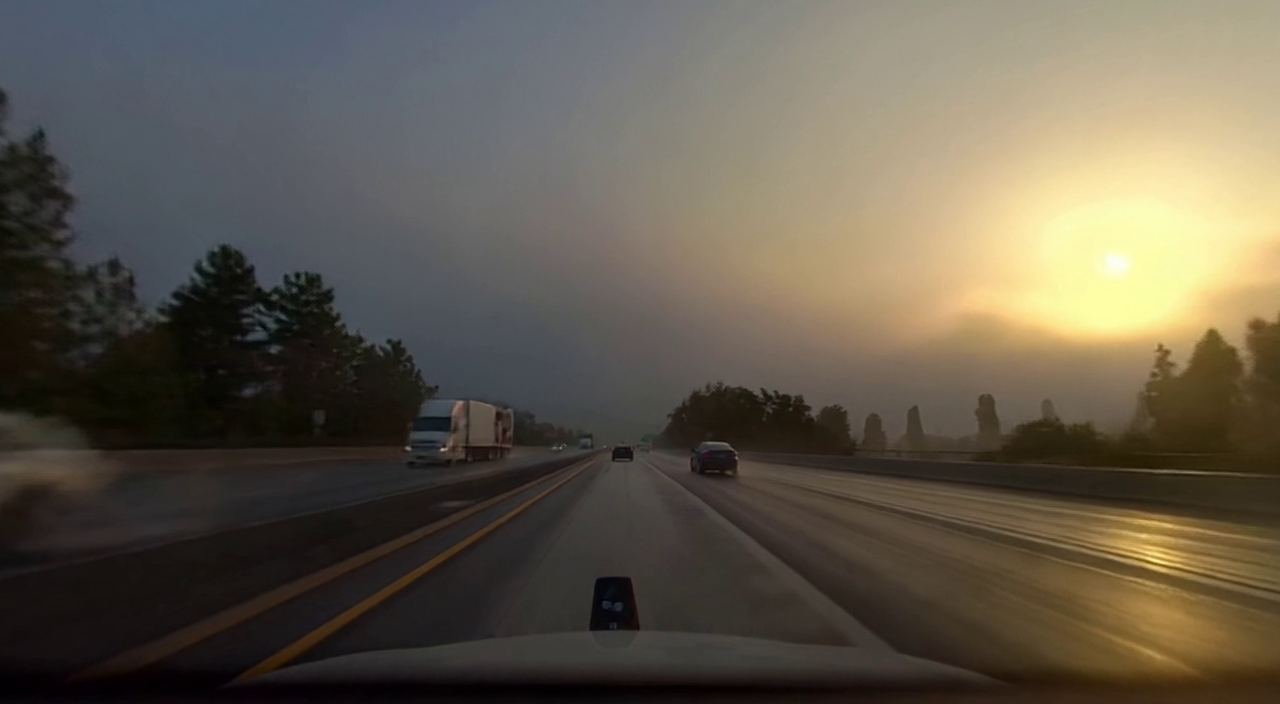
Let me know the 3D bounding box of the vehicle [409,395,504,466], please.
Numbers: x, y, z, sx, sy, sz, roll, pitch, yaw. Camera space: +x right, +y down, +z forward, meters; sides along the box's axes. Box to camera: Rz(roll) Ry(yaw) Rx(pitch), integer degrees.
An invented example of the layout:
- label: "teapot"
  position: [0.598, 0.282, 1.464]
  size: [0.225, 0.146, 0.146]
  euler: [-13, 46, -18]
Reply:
- label: "vehicle"
  position: [-11.689, 5.306, 41.755]
  size: [2.876, 3.973, 12.525]
  euler: [-1, -8, -2]

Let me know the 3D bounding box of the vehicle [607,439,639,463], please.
- label: "vehicle"
  position: [-1.202, 7.078, 45.137]
  size: [2.178, 1.559, 4.254]
  euler: [-1, -8, -2]

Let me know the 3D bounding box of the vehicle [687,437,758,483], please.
- label: "vehicle"
  position: [2.986, 3.971, 23.544]
  size: [2.146, 1.546, 3.796]
  euler: [-1, -8, 0]
